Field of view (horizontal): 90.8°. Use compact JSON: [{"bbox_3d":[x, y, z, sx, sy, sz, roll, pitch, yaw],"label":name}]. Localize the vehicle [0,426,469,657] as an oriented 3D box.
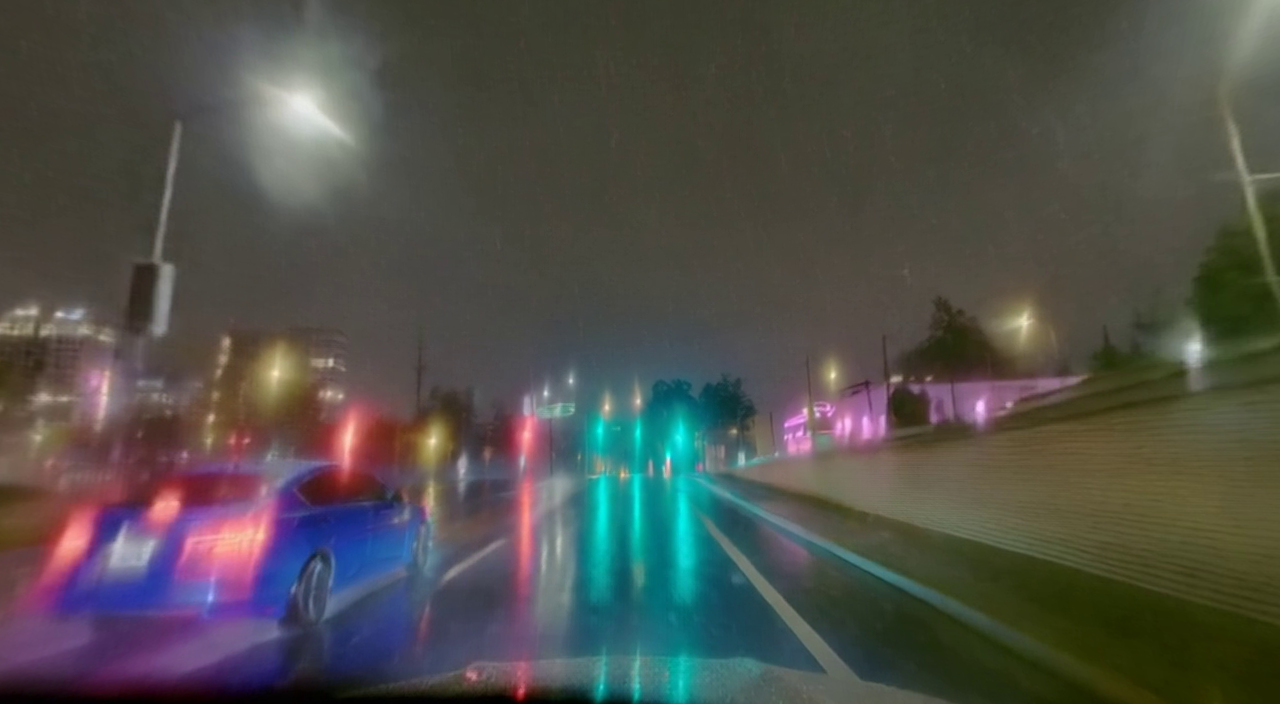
[{"bbox_3d":[-3.335,1.566,6.305,2.041,1.470,4.290,0,-9,0],"label":"vehicle"}]
